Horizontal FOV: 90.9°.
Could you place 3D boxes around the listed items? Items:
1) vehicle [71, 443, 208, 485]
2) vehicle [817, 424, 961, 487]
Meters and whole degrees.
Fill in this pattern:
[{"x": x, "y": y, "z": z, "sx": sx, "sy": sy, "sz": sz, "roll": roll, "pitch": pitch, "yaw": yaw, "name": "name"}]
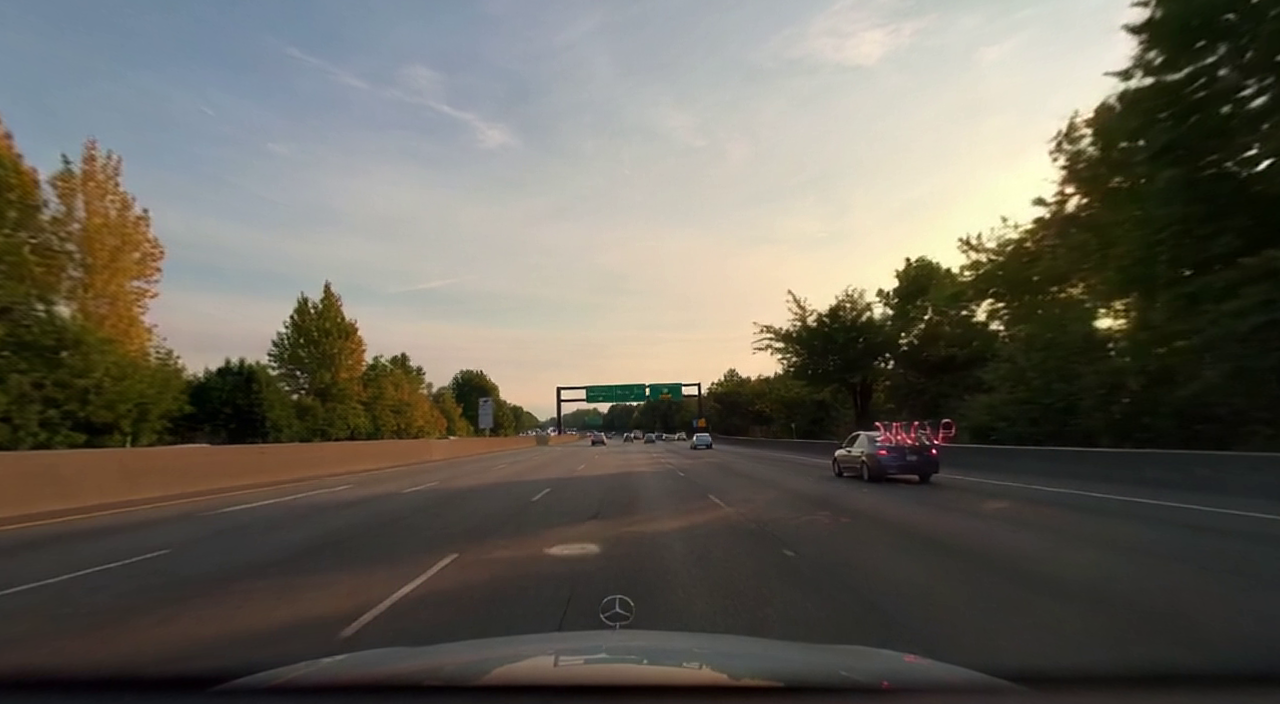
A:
[{"x": -21.106, "y": 4.693, "z": 26.896, "sx": 1.867, "sy": 1.496, "sz": 5.001, "roll": 0, "pitch": -7, "yaw": -1, "name": "vehicle"}, {"x": 6.803, "y": 2.846, "z": 17.888, "sx": 2.034, "sy": 1.511, "sz": 4.785, "roll": 0, "pitch": -7, "yaw": -1, "name": "vehicle"}]
